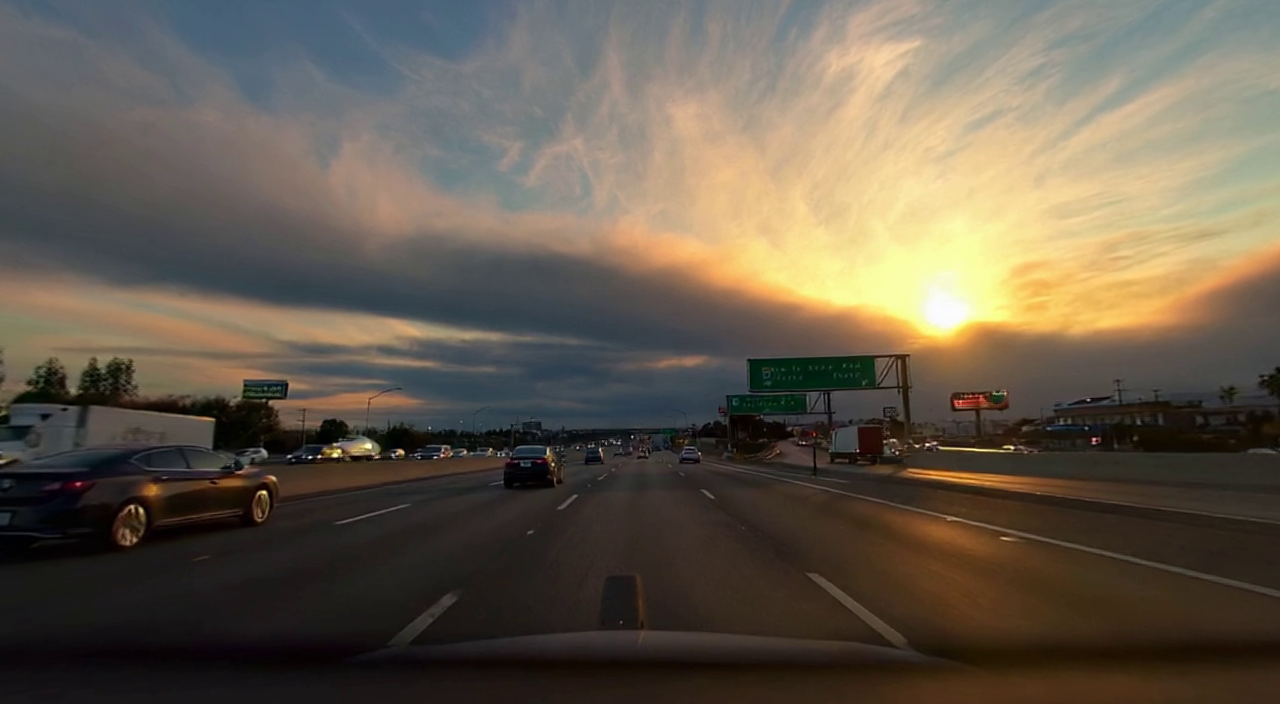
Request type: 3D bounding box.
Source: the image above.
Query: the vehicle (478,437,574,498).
[{"bbox_3d":[-3.218,3.366,18.667,2.001,1.577,4.055,0,-9,1],"label":"vehicle"}]

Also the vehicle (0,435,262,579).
[{"bbox_3d":[-7.270,1.942,8.624,1.865,1.518,3.620,0,-9,0],"label":"vehicle"}]

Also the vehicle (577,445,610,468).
[{"bbox_3d":[-3.244,7.359,44.484,1.960,1.494,4.123,0,-9,1],"label":"vehicle"}]

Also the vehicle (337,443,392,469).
[{"bbox_3d":[-19.804,7.487,45.480,1.942,1.727,4.424,0,-9,1],"label":"vehicle"}]

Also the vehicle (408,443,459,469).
[{"bbox_3d":[-14.991,7.560,46.055,1.964,1.774,5.052,0,-9,0],"label":"vehicle"}]
